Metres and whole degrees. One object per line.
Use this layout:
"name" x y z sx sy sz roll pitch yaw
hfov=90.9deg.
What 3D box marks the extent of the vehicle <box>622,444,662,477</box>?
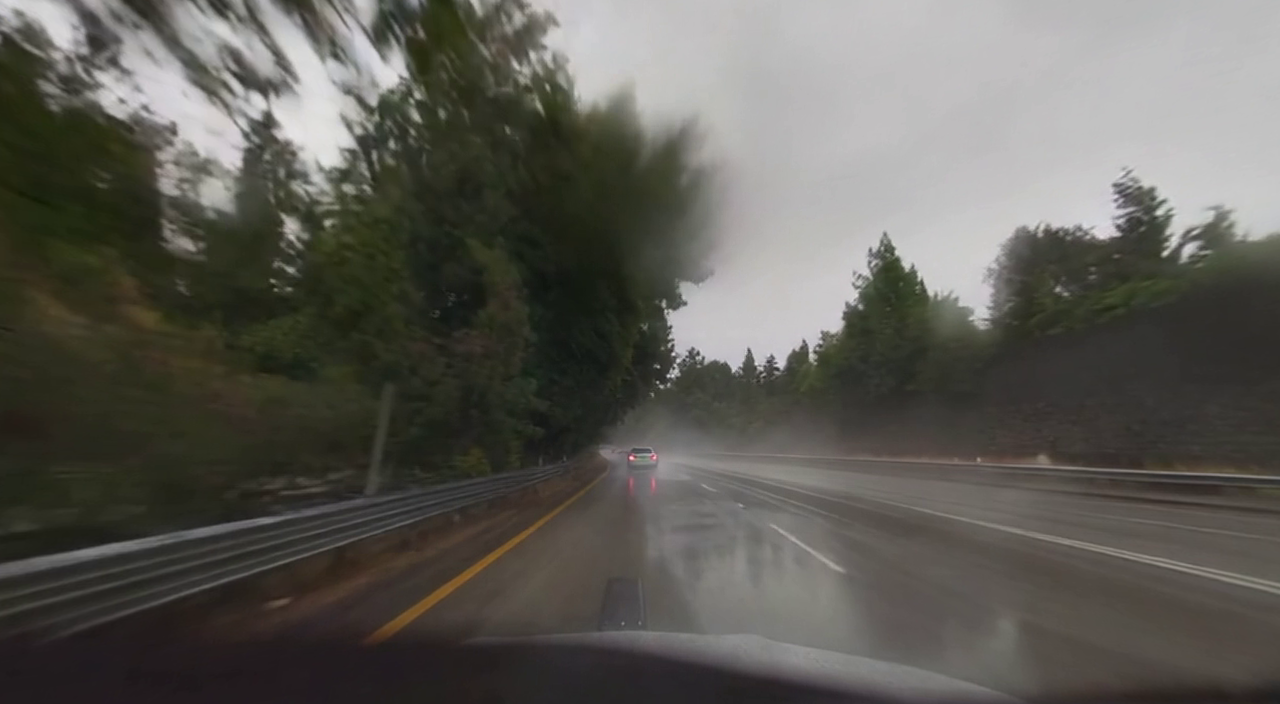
"vehicle" 0.068 5.768 33.656 1.987 1.658 3.620 0 -9 -1
